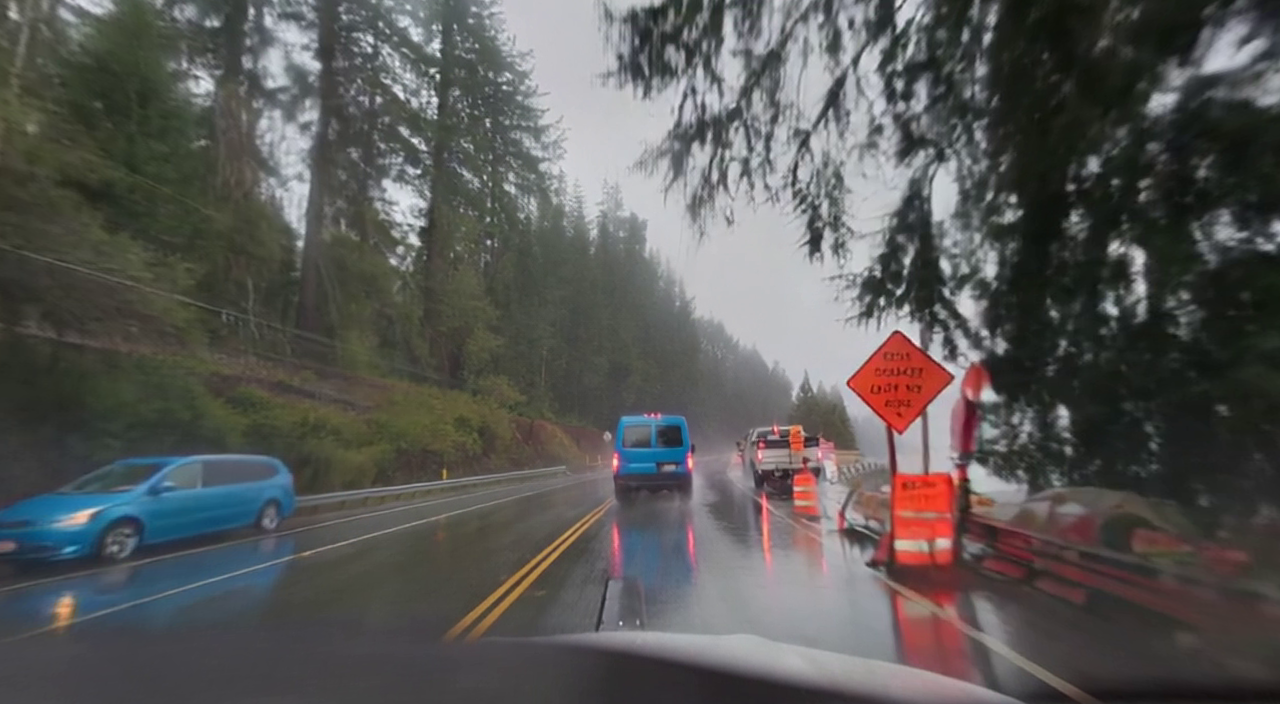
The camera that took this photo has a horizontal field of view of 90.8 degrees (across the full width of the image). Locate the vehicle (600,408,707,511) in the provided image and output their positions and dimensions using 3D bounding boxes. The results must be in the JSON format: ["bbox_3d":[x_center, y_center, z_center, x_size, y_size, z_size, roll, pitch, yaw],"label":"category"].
[{"bbox_3d":[0.481,2.736,16.498,2.362,2.247,4.892,-1,-9,5],"label":"vehicle"}]

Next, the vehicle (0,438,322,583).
[{"bbox_3d":[-8.204,2.450,11.023,2.055,1.809,5.906,0,-9,2],"label":"vehicle"}]

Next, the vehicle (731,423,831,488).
[{"bbox_3d":[5.012,3.846,23.880,2.833,2.033,7.668,-1,-9,6],"label":"vehicle"}]
